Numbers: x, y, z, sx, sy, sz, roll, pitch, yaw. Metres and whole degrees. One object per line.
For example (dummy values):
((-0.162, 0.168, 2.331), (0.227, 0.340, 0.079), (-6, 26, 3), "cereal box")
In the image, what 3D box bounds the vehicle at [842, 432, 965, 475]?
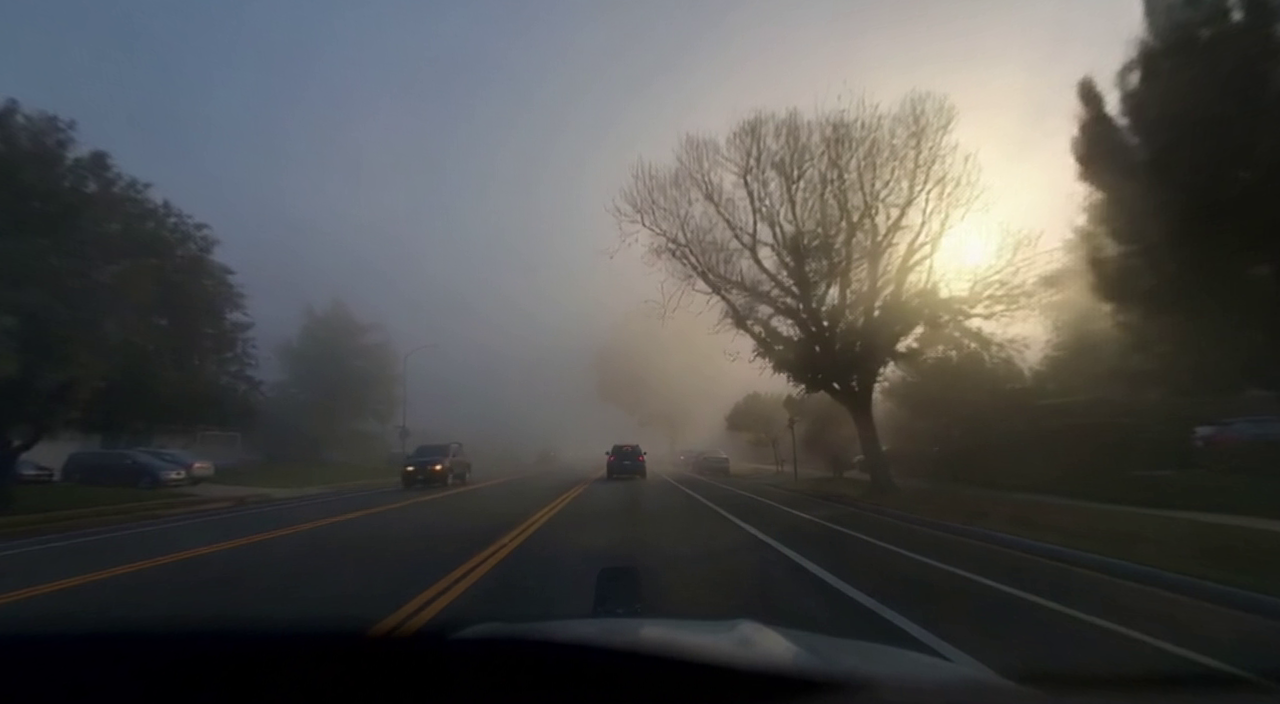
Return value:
((12.350, 4.803, 29.871), (4.870, 1.926, 2.094), (0, -9, -1), "vehicle")

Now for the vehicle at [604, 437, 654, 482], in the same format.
((-0.508, 4.995, 29.588), (2.153, 1.942, 4.767), (0, -9, -1), "vehicle")

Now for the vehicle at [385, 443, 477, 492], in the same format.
((-8.340, 4.636, 25.769), (2.114, 1.811, 4.949), (0, -9, -1), "vehicle")

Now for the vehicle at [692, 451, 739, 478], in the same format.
((4.351, 6.556, 37.023), (1.963, 1.469, 4.709), (0, -9, -2), "vehicle")

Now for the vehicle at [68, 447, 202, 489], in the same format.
((-21.304, 4.899, 26.774), (4.020, 1.635, 1.875), (0, -8, 2), "vehicle")

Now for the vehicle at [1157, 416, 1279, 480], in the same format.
((18.270, 2.778, 18.306), (4.648, 1.747, 2.108), (0, -9, 0), "vehicle")
